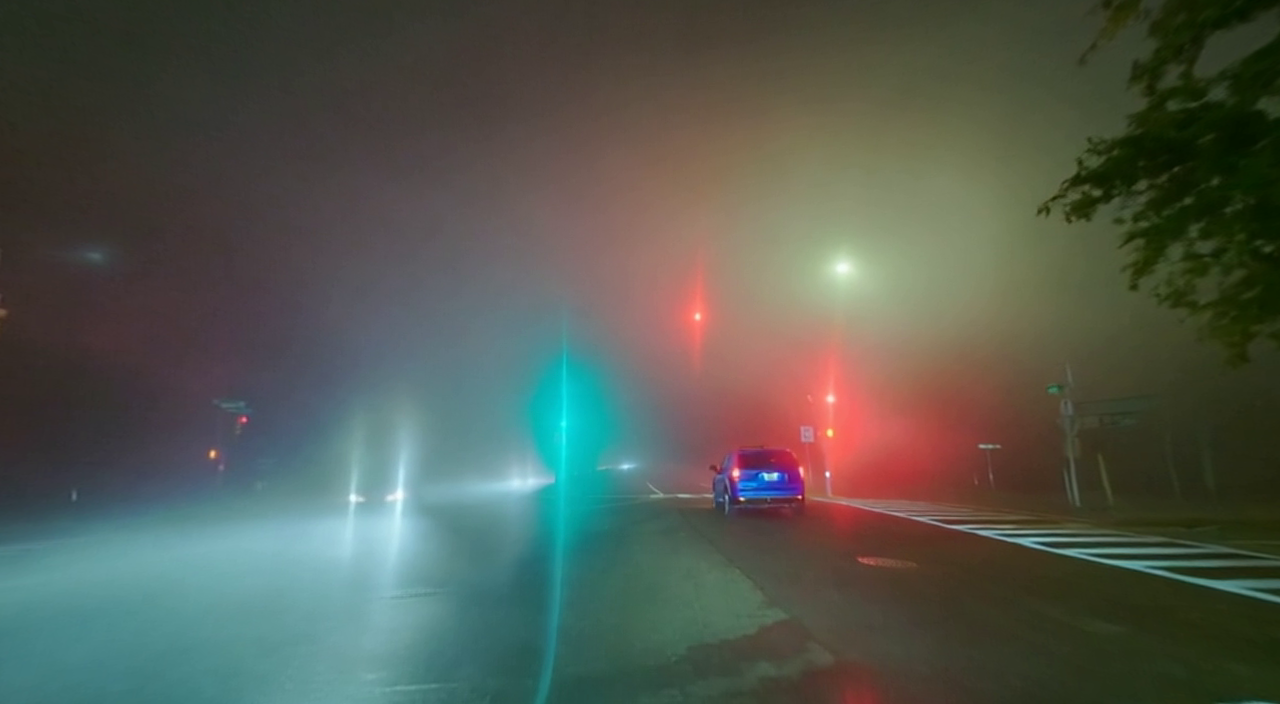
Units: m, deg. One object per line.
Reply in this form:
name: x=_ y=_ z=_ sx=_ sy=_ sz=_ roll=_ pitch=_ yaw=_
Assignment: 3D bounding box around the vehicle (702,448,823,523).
vehicle: x=2.999 y=3.378 z=16.699 sx=2.140 sy=1.655 sz=4.786 roll=0 pitch=-9 yaw=-1
